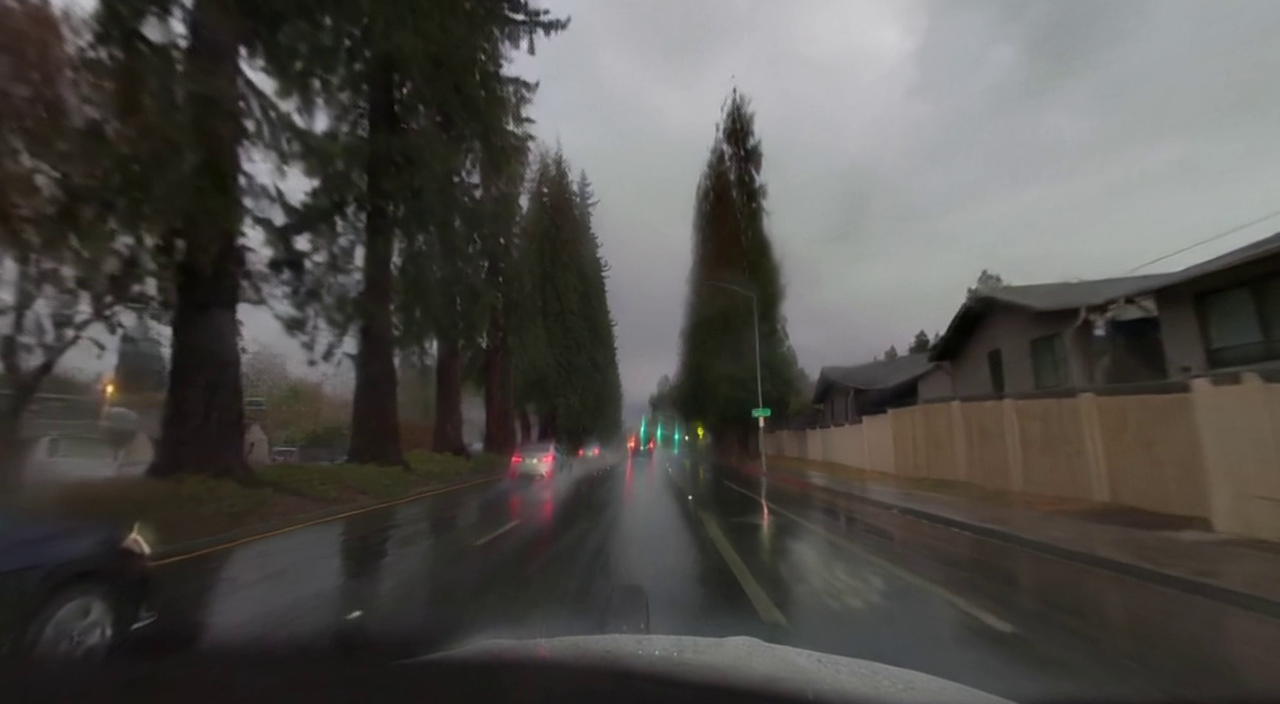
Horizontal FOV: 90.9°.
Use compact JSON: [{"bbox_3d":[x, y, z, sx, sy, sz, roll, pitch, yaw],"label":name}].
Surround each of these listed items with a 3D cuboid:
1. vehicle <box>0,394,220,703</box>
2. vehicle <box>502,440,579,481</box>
[{"bbox_3d":[-3.957,0.813,1.713,2.190,1.545,4.943,0,-8,0],"label":"vehicle"},{"bbox_3d":[-3.798,4.233,25.038,2.188,1.473,4.651,0,-8,2],"label":"vehicle"}]
